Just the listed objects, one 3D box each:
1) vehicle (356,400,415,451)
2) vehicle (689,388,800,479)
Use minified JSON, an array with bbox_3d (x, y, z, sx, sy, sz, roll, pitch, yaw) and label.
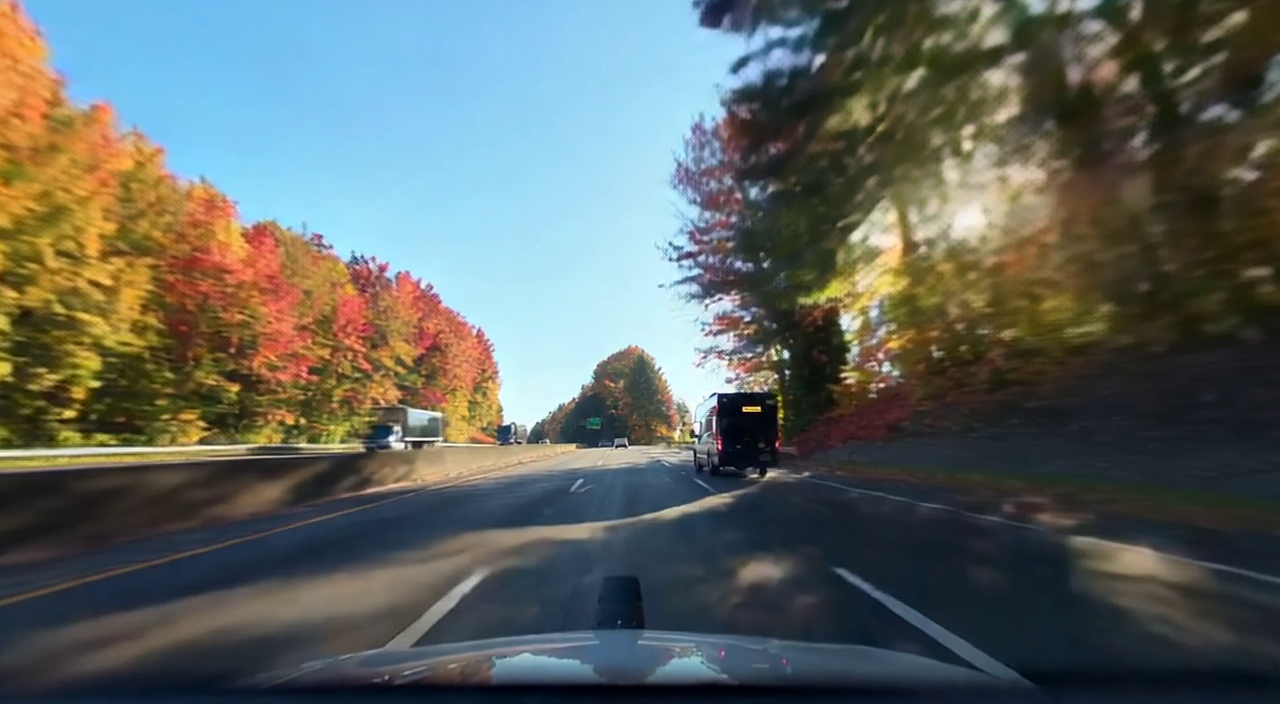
[{"bbox_3d":[-20.023,5.797,49.637,3.298,3.890,2.971,0,-8,-3],"label":"vehicle"},{"bbox_3d":[3.624,3.062,23.680,2.815,2.876,7.101,0,-8,-1],"label":"vehicle"}]
